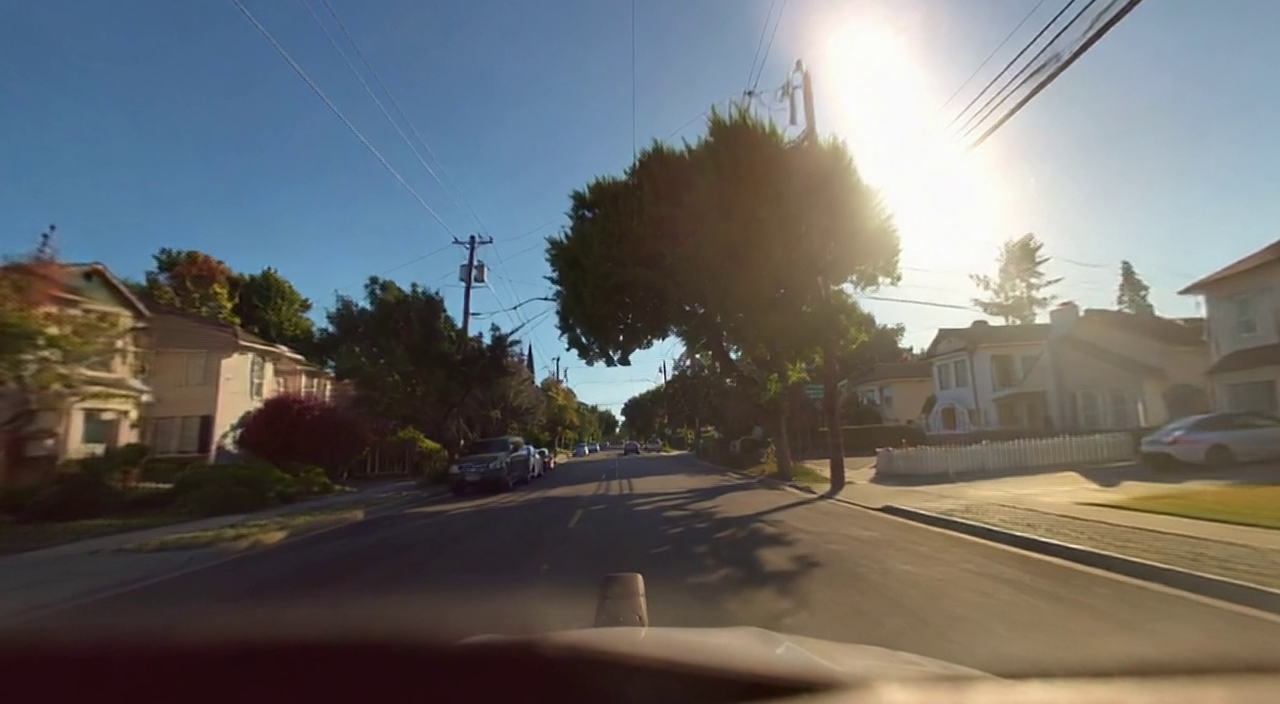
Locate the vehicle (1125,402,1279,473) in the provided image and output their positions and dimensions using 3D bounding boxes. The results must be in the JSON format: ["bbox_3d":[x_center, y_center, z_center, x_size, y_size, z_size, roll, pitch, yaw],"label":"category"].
[{"bbox_3d":[16.432,2.317,17.080,4.892,1.774,1.987,0,-8,1],"label":"vehicle"}]

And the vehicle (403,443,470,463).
[{"bbox_3d":[-15.087,7.511,46.996,4.382,1.462,1.874,0,-8,-2],"label":"vehicle"}]

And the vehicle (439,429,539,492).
[{"bbox_3d":[-5.778,4.192,25.051,2.411,1.979,5.915,-5,-8,0],"label":"vehicle"}]

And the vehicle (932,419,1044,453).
[{"bbox_3d":[17.437,4.259,31.864,4.372,1.490,2.032,-2,-10,1],"label":"vehicle"}]

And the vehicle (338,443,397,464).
[{"bbox_3d":[-20.073,7.475,46.663,3.553,1.471,1.816,0,-8,-2],"label":"vehicle"}]
